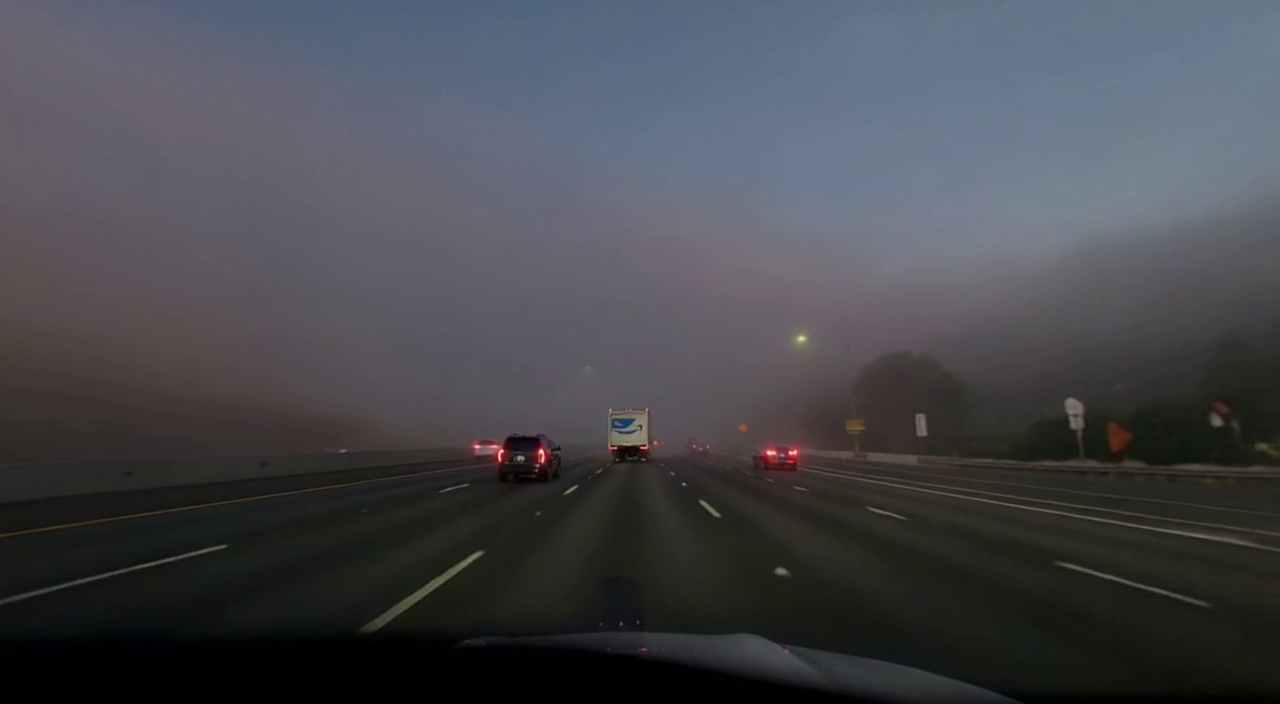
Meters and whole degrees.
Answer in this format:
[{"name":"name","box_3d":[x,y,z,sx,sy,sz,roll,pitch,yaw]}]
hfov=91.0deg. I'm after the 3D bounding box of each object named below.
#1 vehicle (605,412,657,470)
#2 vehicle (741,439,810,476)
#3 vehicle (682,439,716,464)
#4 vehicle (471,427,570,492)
[{"name":"vehicle","box_3d":[-0.398,4.661,32.874,2.456,2.705,6.251,0,-9,0]},{"name":"vehicle","box_3d":[6.069,4.762,28.697,1.970,1.499,4.491,1,-9,-2]},{"name":"vehicle","box_3d":[4.104,6.979,44.425,2.067,1.654,3.985,0,-8,0]},{"name":"vehicle","box_3d":[-3.409,3.176,18.918,2.095,1.688,4.188,0,-9,1]}]
